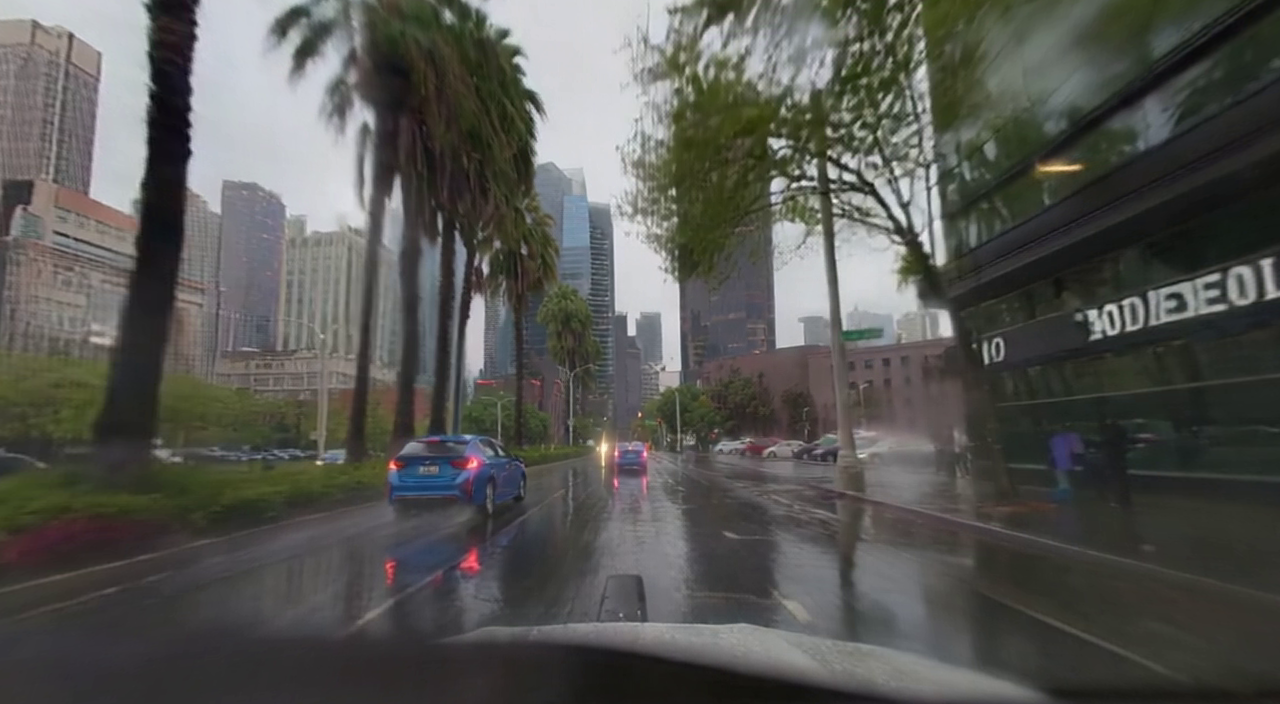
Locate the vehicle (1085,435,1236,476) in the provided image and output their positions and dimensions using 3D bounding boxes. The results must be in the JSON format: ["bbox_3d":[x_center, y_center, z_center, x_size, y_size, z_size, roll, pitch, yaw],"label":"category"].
[{"bbox_3d":[20.546,4.080,25.291,1.976,1.431,4.774,0,-8,0],"label":"vehicle"}]

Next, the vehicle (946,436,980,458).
[{"bbox_3d":[23.808,6.997,46.647,1.842,1.501,3.588,-4,-9,23],"label":"vehicle"}]

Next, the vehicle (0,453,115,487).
[{"bbox_3d":[-30.770,6.188,33.437,1.888,1.625,4.699,0,-8,1],"label":"vehicle"}]

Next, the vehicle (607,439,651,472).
[{"bbox_3d":[-0.523,5.021,30.817,2.004,1.465,3.713,0,-8,0],"label":"vehicle"}]

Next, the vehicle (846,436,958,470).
[{"bbox_3d":[13.159,5.087,31.865,4.749,1.522,1.905,-1,-9,-3],"label":"vehicle"}]

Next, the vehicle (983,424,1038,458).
[{"bbox_3d":[23.617,5.712,40.469,2.288,1.984,5.526,-4,-9,23],"label":"vehicle"}]

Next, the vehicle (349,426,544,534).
[{"bbox_3d":[-3.150,2.183,11.413,2.071,1.544,4.383,0,-8,1],"label":"vehicle"}]

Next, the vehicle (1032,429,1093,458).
[{"bbox_3d":[26.451,5.773,39.730,1.982,1.694,4.676,-3,-9,19],"label":"vehicle"}]
